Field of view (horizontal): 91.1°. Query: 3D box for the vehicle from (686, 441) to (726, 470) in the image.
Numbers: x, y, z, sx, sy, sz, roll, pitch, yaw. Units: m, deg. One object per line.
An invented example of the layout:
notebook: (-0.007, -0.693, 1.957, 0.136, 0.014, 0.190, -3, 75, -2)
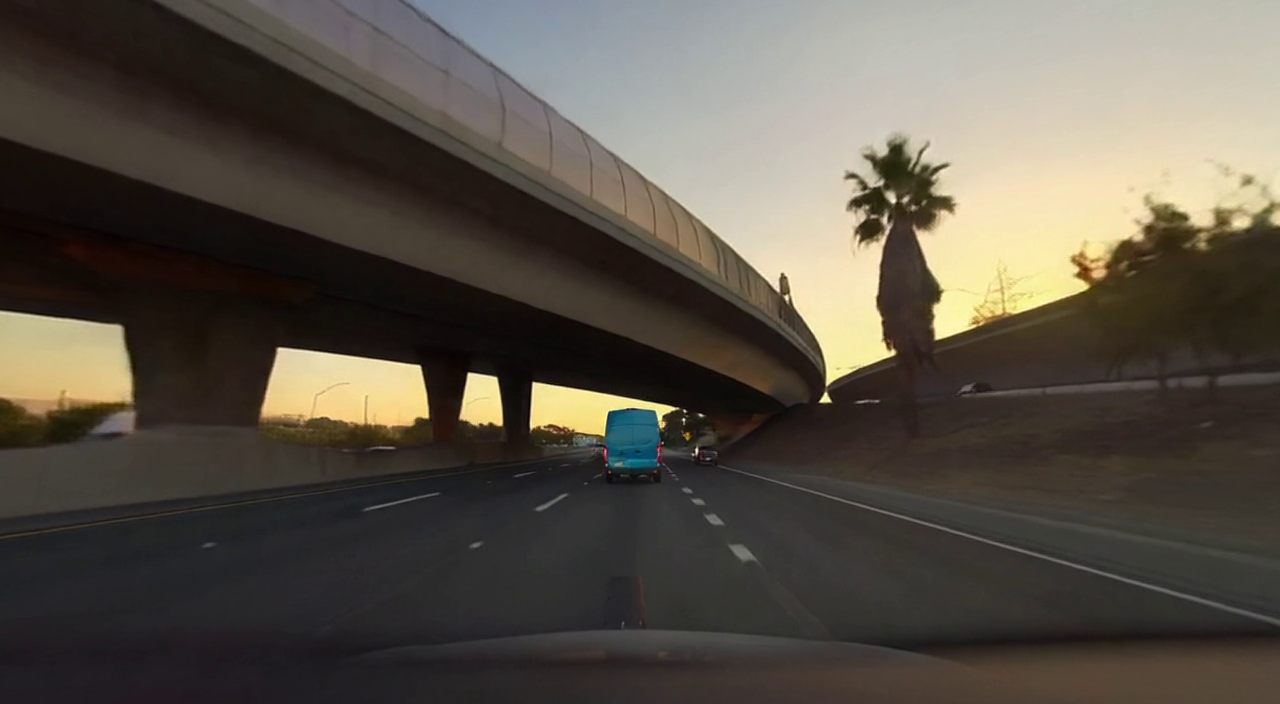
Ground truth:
vehicle: (3.963, 6.233, 38.135, 1.987, 1.648, 3.984, 0, -9, 0)

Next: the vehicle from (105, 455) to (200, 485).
vehicle: (-28.086, 6.808, 36.385, 1.806, 1.532, 4.456, 0, -9, 1)

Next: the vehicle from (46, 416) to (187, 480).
vehicle: (-36.012, 6.692, 43.710, 2.962, 3.998, 7.500, 0, -9, 2)

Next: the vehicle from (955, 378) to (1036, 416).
vehicle: (24.826, 3.247, 44.126, 2.445, 2.240, 5.659, -2, -8, 2)

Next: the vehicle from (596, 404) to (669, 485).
vehicle: (-0.148, 3.631, 24.690, 2.476, 2.776, 5.598, -1, -9, 3)
